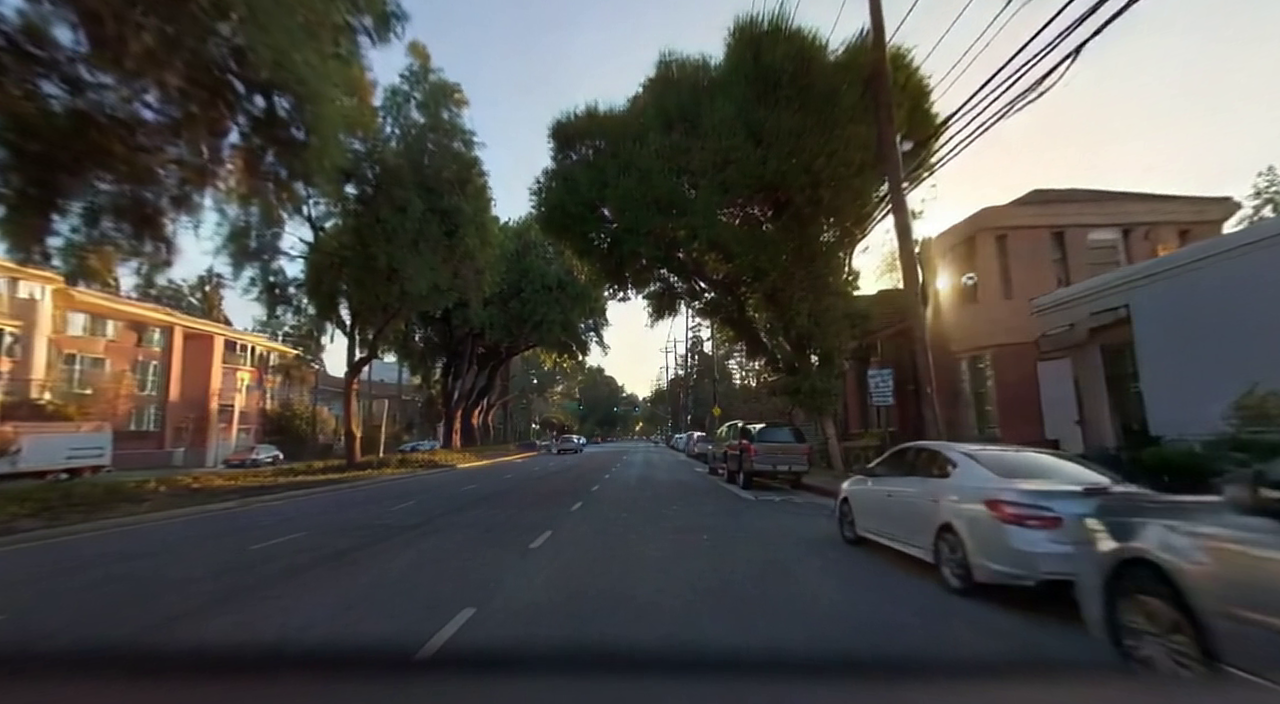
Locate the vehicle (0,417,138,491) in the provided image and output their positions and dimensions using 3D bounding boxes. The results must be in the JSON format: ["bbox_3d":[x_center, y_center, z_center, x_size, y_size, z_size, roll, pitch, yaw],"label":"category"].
[{"bbox_3d":[-25.749,4.452,27.825,2.223,2.895,5.824,0,-8,1],"label":"vehicle"}]

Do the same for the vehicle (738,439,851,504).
[{"bbox_3d":[3.462,2.717,14.670,1.869,1.325,2.994,0,-8,1],"label":"vehicle"}]

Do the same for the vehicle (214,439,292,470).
[{"bbox_3d":[-25.456,6.737,41.701,2.052,1.862,4.816,0,-8,1],"label":"vehicle"}]

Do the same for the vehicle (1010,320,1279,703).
[{"bbox_3d":[3.482,0.688,1.679,2.188,1.810,4.883,-1,-8,3],"label":"vehicle"}]

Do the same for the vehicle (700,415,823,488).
[{"bbox_3d":[3.479,3.038,19.505,2.546,1.897,5.717,0,-8,-1],"label":"vehicle"}]
